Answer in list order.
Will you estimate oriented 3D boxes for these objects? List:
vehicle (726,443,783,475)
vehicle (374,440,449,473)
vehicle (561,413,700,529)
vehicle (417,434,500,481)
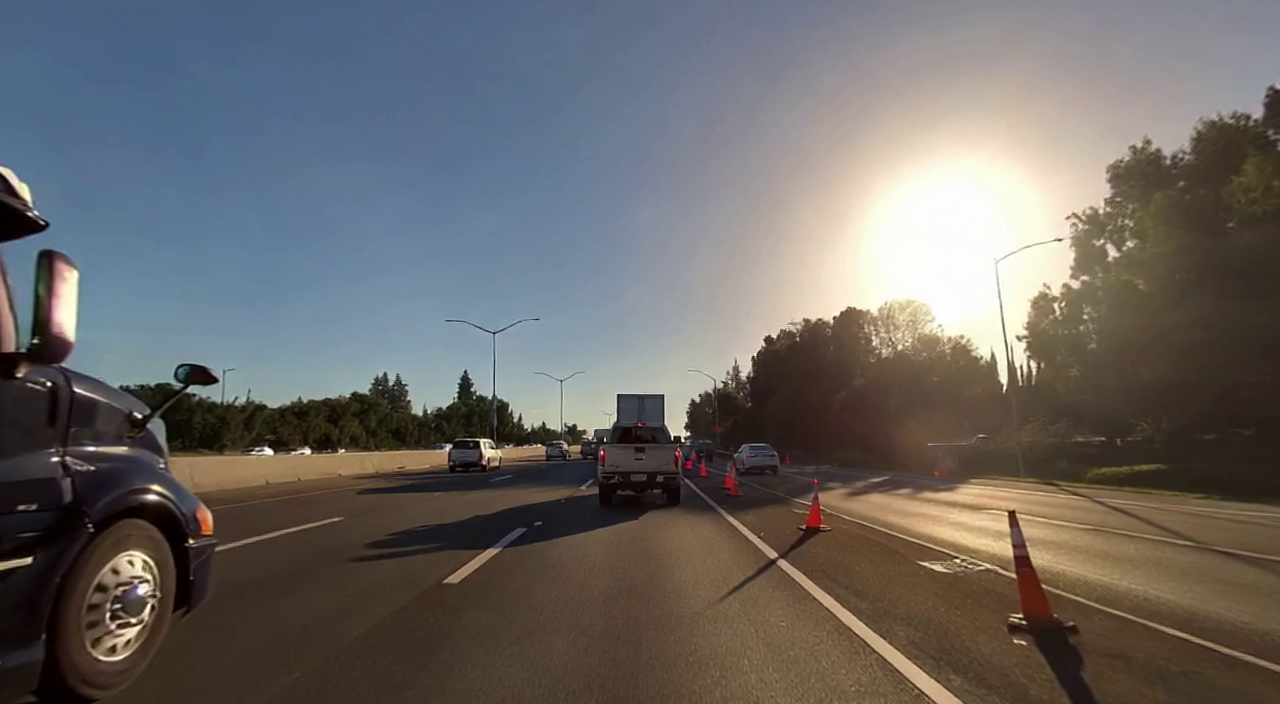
[{"bbox_3d":[5.776,5.447,32.278,1.918,1.479,4.571,0,-9,-2],"label":"vehicle"},{"bbox_3d":[-11.263,5.189,31.430,1.985,1.496,4.583,0,-9,1],"label":"vehicle"},{"bbox_3d":[-0.152,2.152,11.827,2.152,1.779,3.924,0,-9,0],"label":"vehicle"},{"bbox_3d":[-7.198,4.218,25.534,1.950,1.716,4.436,0,-9,1],"label":"vehicle"}]
